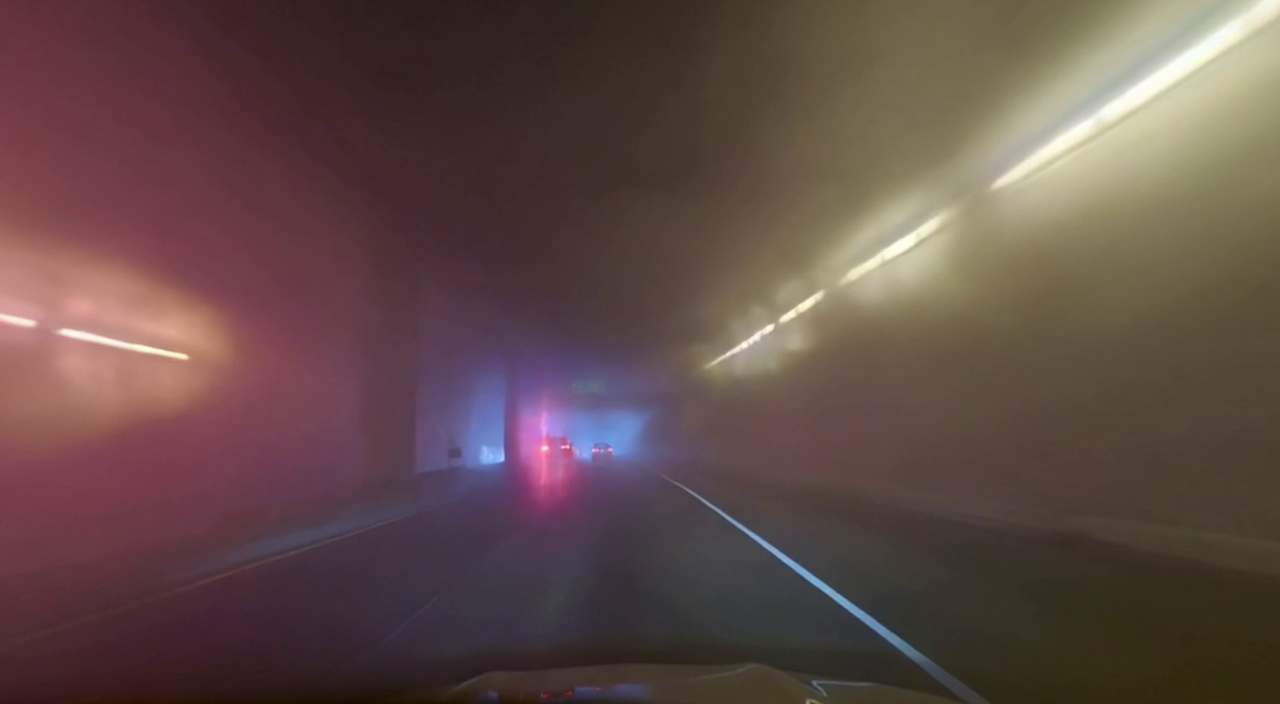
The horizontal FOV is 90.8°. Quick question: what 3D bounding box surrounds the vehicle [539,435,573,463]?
[{"bbox_3d":[-5.548,6.460,42.149,1.961,1.725,4.315,0,-8,-3],"label":"vehicle"}]
